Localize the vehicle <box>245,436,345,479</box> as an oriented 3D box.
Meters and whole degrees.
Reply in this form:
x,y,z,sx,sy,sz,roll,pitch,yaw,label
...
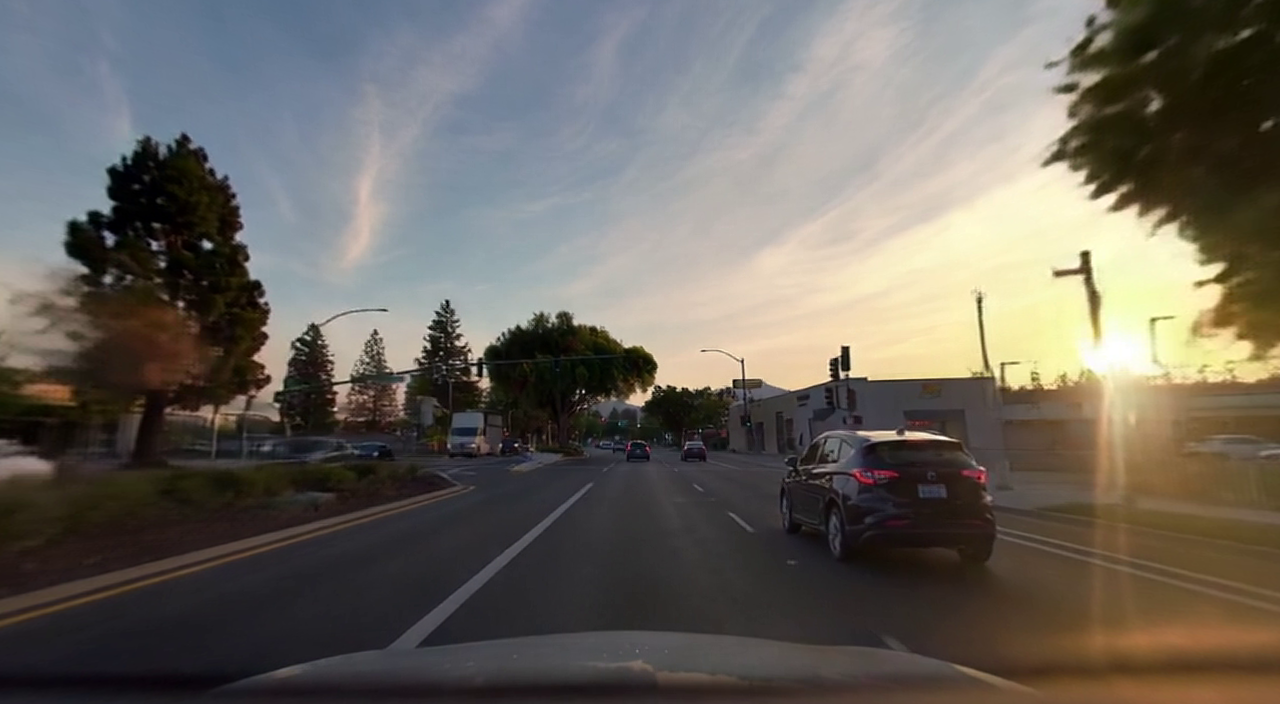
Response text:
x,y,z,sx,sy,sz,roll,pitch,yaw,label
-14.082,4.320,26.085,1.847,1.624,3.927,0,-9,1,vehicle

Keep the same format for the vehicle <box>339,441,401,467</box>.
x,y,z,sx,sy,sz,roll,pitch,yaw,label
-17.791,6.718,41.897,1.946,1.606,5.136,0,-9,-1,vehicle

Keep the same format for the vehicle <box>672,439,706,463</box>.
x,y,z,sx,sy,sz,roll,pitch,yaw,label
3.549,7.302,46.514,2.085,1.668,4.077,0,-9,0,vehicle

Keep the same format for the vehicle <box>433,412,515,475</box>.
x,y,z,sx,sy,sz,roll,pitch,yaw,label
-7.386,4.187,28.876,2.334,2.525,5.893,0,-9,-2,vehicle

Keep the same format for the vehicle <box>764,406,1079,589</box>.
x,y,z,sx,sy,sz,roll,pitch,yaw,label
3.053,1.678,8.123,1.969,1.682,4.387,0,-9,-1,vehicle

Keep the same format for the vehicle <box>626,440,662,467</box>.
x,y,z,sx,sy,sz,roll,pitch,yaw,label
0.193,6.095,37.943,2.023,1.532,3.891,0,-9,-2,vehicle

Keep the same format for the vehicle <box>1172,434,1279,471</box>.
x,y,z,sx,sy,sz,roll,pitch,yaw,label
31.406,5.307,33.505,1.980,1.792,4.850,0,-9,-1,vehicle
